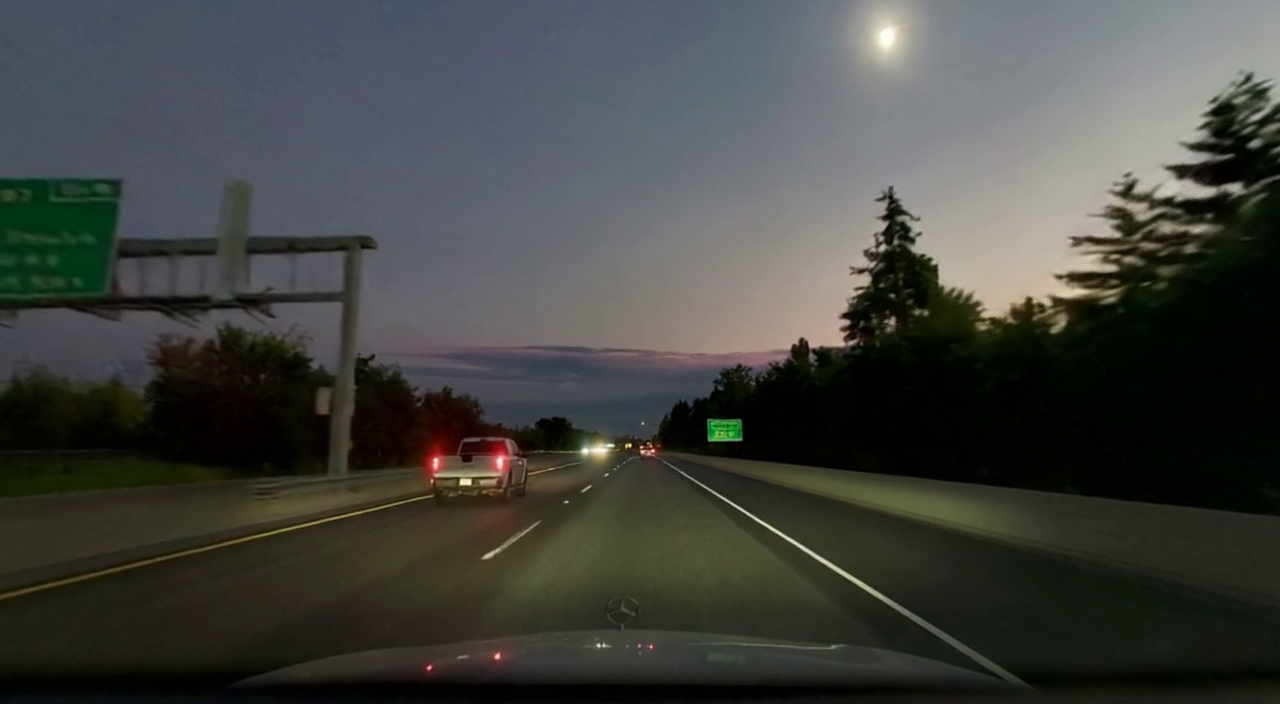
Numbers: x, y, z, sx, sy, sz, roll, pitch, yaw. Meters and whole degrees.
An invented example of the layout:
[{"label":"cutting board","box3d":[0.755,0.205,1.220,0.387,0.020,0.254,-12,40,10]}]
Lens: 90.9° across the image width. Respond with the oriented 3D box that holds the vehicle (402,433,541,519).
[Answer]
[{"label":"vehicle","box3d":[-3.603,2.719,14.306,2.009,1.638,3.968,0,-9,0]}]
